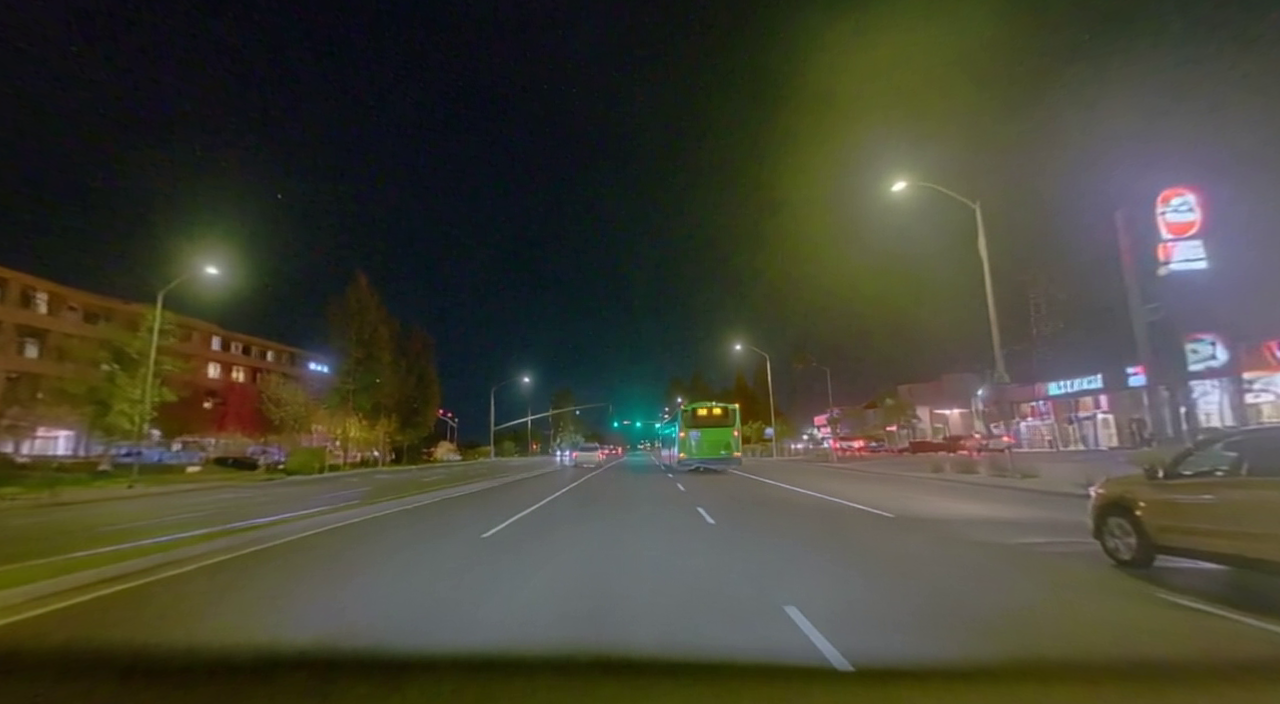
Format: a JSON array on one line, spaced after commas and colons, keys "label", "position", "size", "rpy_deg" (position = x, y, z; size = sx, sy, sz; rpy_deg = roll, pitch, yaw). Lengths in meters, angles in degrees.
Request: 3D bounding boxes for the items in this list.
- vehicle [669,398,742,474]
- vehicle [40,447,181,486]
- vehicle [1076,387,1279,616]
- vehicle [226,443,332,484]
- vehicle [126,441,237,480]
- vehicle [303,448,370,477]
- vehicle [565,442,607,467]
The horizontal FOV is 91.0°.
[{"label": "vehicle", "position": [3.082, 4.340, 32.219], "size": [2.766, 3.306, 9.281], "rpy_deg": [0, -8, 0]}, {"label": "vehicle", "position": [-24.925, 5.397, 29.755], "size": [4.724, 1.734, 2.076], "rpy_deg": [0, -8, 1]}, {"label": "vehicle", "position": [6.018, 1.133, 4.705], "size": [2.129, 1.754, 4.668], "rpy_deg": [0, -8, 0]}, {"label": "vehicle", "position": [-19.135, 5.916, 33.829], "size": [2.123, 1.905, 5.972], "rpy_deg": [-2, -9, 1]}, {"label": "vehicle", "position": [-25.084, 5.947, 34.575], "size": [4.425, 2.063, 1.988], "rpy_deg": [0, -8, -3]}, {"label": "vehicle", "position": [-18.915, 6.868, 39.459], "size": [1.918, 1.705, 4.573], "rpy_deg": [0, -8, 1]}, {"label": "vehicle", "position": [-3.290, 6.312, 38.916], "size": [2.211, 1.416, 4.179], "rpy_deg": [0, -8, 0]}]
